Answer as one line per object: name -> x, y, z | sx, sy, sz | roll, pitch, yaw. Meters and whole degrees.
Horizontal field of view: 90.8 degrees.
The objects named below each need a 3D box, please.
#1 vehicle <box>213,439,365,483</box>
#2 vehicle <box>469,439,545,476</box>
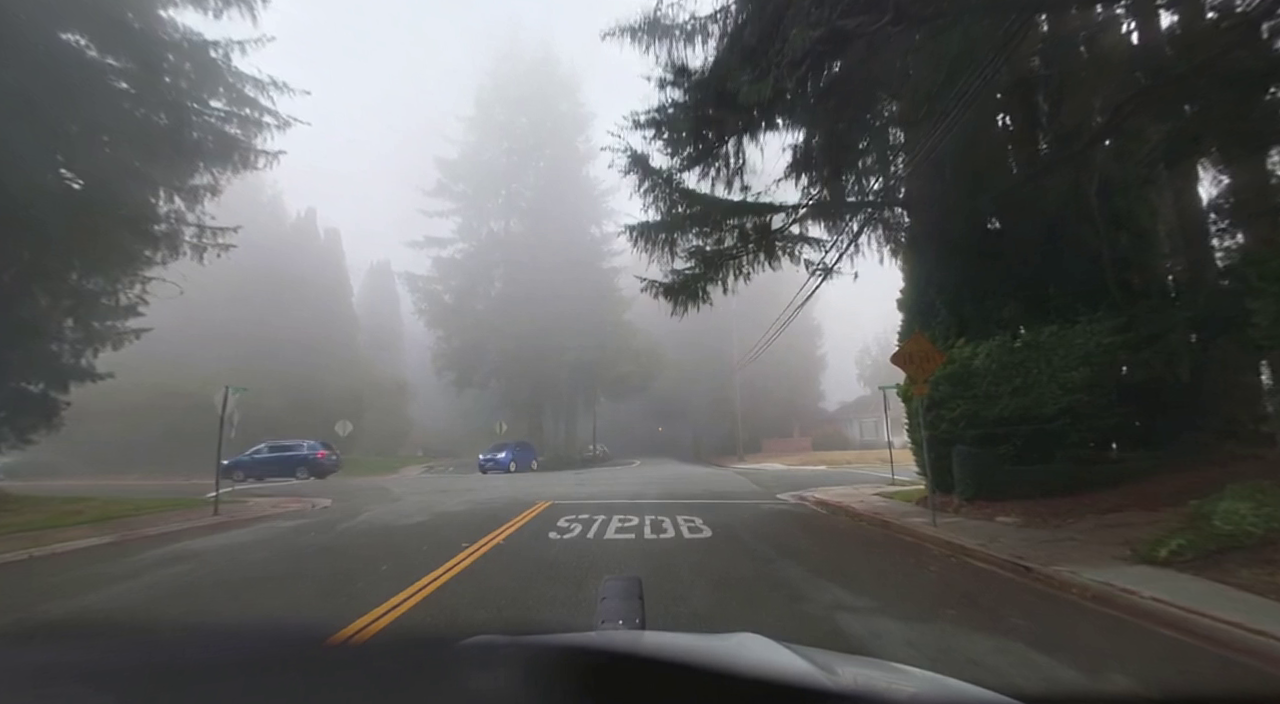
vehicle -> -14.159, 4.407, 25.725 | 4.968, 1.728, 1.987 | 0, -8, 1
vehicle -> -6.274, 5.022, 30.350 | 1.988, 1.596, 4.396 | -2, -8, 11
